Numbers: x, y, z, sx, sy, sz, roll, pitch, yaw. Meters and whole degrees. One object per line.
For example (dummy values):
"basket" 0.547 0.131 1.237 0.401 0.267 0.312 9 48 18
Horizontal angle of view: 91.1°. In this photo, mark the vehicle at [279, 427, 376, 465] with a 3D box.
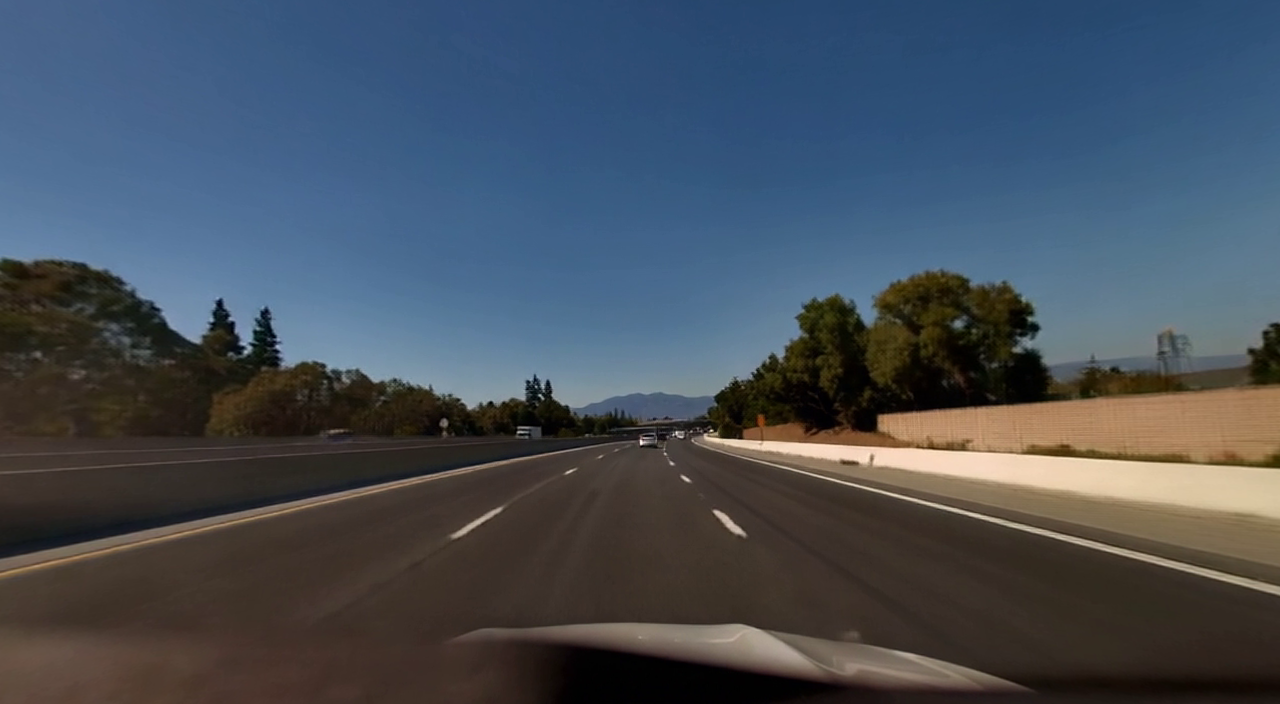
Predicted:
"vehicle" -15.070 4.569 30.700 2.048 1.687 5.274 0 -8 0
